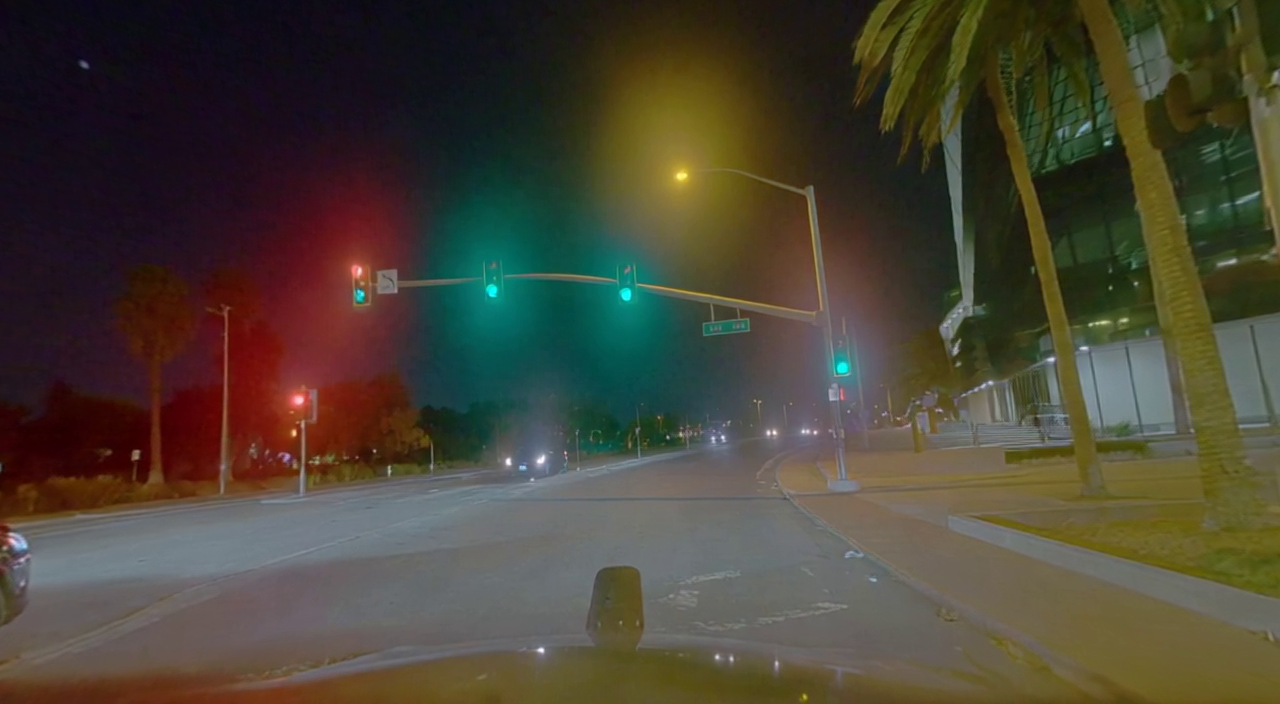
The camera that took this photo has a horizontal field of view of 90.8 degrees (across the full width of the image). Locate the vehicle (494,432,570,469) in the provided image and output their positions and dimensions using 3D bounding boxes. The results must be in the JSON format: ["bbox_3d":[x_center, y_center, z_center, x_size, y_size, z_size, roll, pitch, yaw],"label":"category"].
[{"bbox_3d":[-5.631,5.228,33.651,2.181,1.792,4.648,-3,-9,16],"label":"vehicle"}]
